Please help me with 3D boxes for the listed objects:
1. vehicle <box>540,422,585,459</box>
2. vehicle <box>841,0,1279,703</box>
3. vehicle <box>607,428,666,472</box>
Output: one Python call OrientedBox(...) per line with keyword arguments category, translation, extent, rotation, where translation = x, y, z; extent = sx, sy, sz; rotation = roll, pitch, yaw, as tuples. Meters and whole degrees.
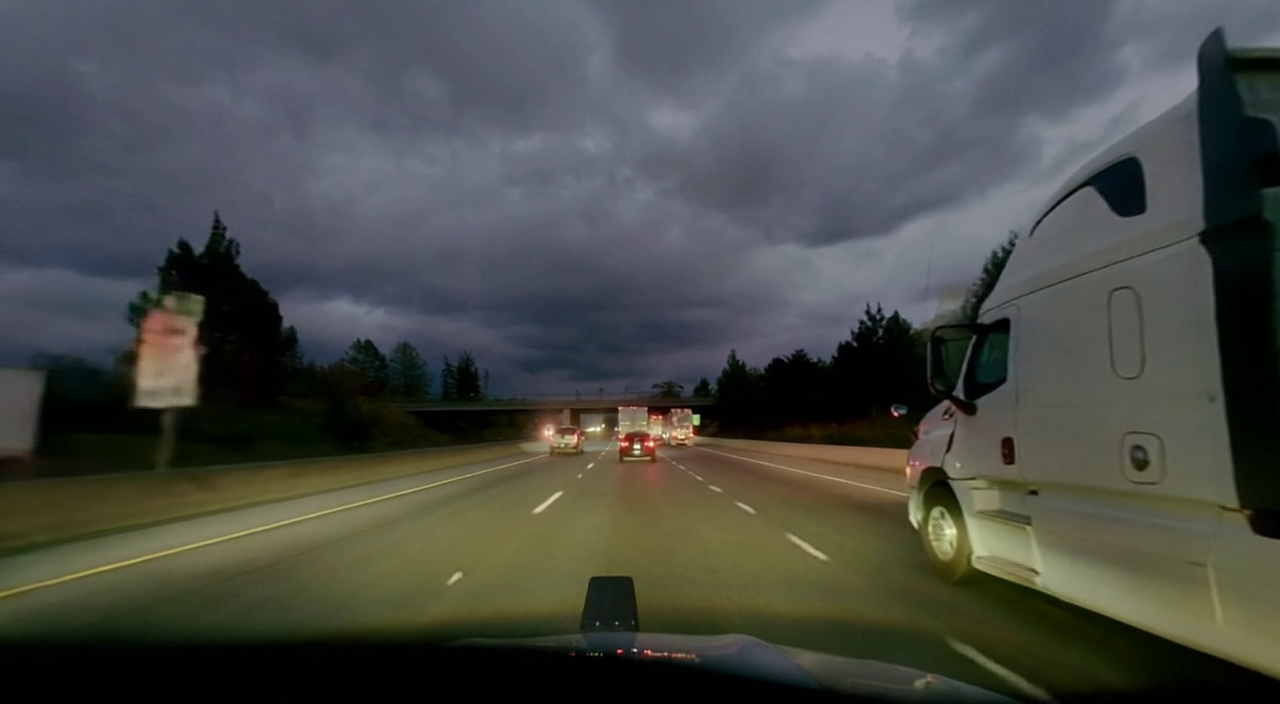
OrientedBox(category="vehicle", translation=(-4.395, 5.069, 36.326), extent=(2.013, 1.961, 4.692), rotation=(0, -8, 0))
OrientedBox(category="vehicle", translation=(3.738, -0.008, 3.048), extent=(2.783, 3.483, 7.836), rotation=(0, -8, -1))
OrientedBox(category="vehicle", translation=(-0.179, 3.658, 23.776), extent=(2.059, 1.522, 3.693), rotation=(0, -8, -1))
